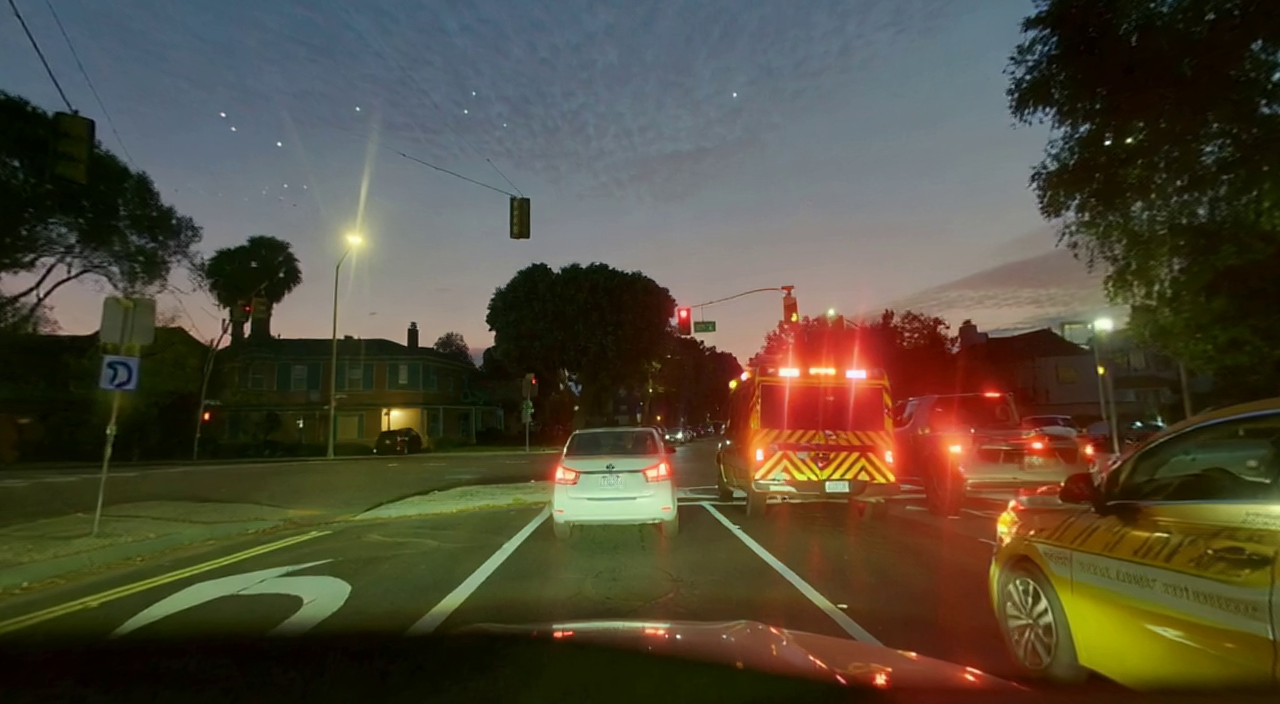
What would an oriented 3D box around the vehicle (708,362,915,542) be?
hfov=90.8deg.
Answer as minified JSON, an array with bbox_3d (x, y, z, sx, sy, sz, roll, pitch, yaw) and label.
[{"bbox_3d":[2.886,1.895,12.366,2.406,2.687,5.521,0,-8,-1],"label":"vehicle"}]

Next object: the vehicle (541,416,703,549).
[{"bbox_3d":[-0.282,1.976,10.185,2.114,1.707,3.725,0,-8,-1],"label":"vehicle"}]

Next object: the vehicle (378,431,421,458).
[{"bbox_3d":[-17.757,6.881,46.859,2.246,1.880,4.454,1,-9,-12],"label":"vehicle"}]

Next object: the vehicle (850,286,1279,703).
[{"bbox_3d":[2.849,0.898,2.839,2.194,1.820,4.652,0,-8,0],"label":"vehicle"}]
